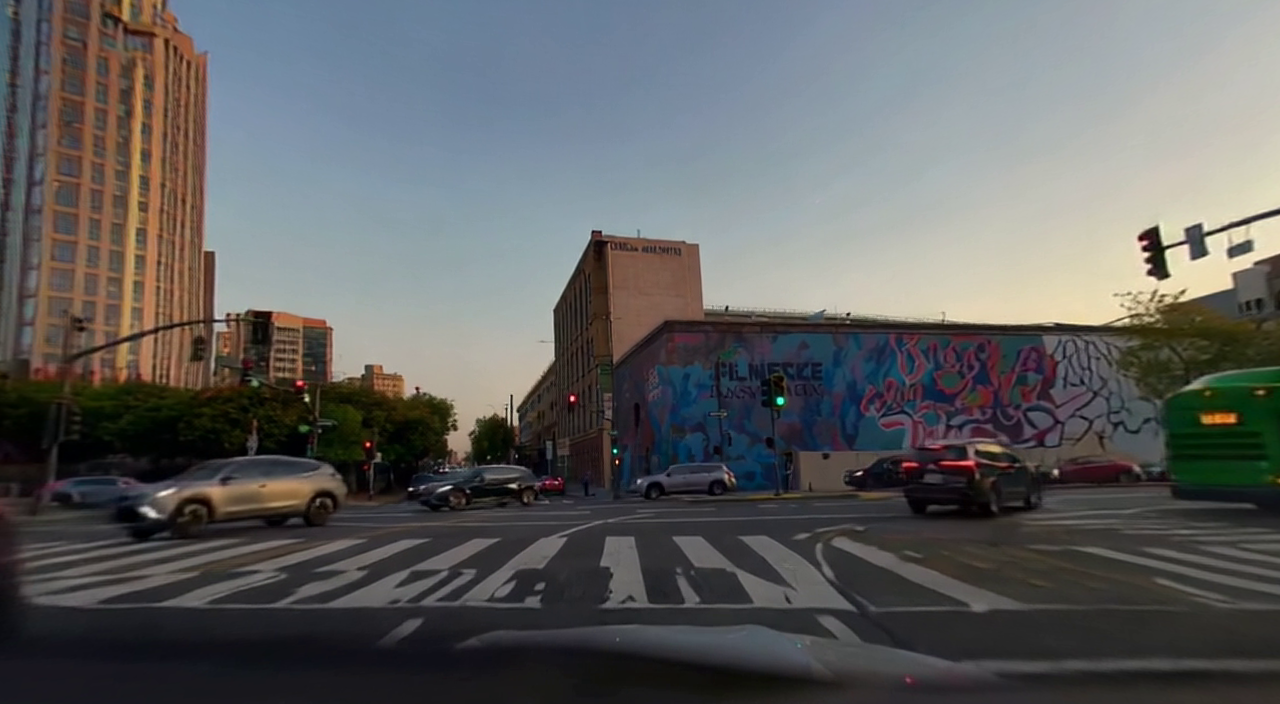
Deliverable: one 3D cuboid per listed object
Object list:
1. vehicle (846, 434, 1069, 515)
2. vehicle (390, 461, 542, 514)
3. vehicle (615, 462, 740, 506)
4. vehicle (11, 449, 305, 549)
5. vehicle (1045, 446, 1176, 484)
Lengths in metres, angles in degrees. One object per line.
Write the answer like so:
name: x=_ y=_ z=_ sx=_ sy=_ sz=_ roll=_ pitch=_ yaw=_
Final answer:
vehicle: x=8.054 y=3.000 z=16.022 sx=5.072 sy=1.746 sz=2.328 roll=4 pitch=-9 yaw=-25
vehicle: x=-5.920 y=4.631 z=21.995 sx=1.891 sy=1.502 sz=4.766 roll=-8 pitch=-12 yaw=43
vehicle: x=1.405 y=4.988 z=24.098 sx=4.371 sy=1.439 sz=1.818 roll=3 pitch=-9 yaw=-20
vehicle: x=-9.736 y=2.914 z=13.378 sx=2.014 sy=1.694 sz=4.606 roll=-2 pitch=-9 yaw=12
vehicle: x=20.928 y=5.013 z=28.190 sx=4.291 sy=1.606 sz=1.859 roll=0 pitch=-9 yaw=0
